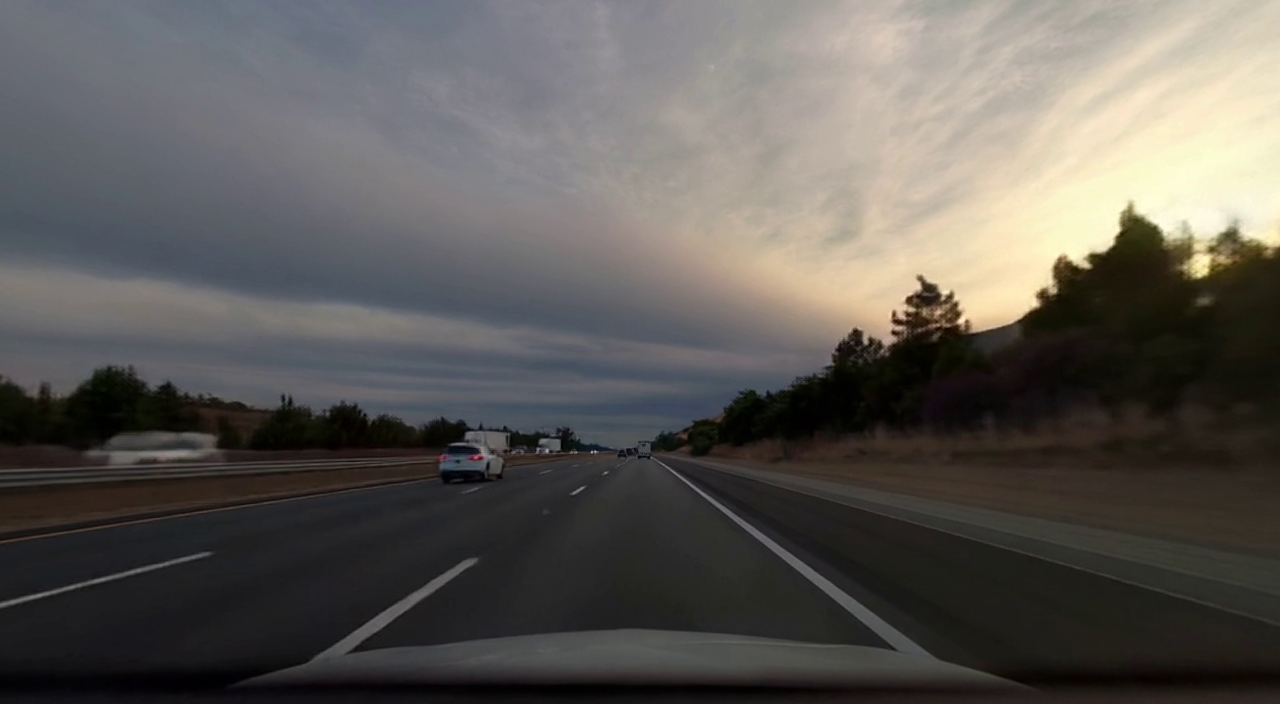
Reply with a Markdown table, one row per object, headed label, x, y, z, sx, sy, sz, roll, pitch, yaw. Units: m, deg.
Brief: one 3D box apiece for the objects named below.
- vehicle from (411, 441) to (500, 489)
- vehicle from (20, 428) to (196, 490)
| label | x | y | z | sx | sy | sz | roll | pitch | yaw |
| --- | --- | --- | --- | --- | --- | --- | --- | --- | --- |
| vehicle | -6.943 | 4.294 | 24.283 | 2.115 | 1.664 | 4.259 | 0 | -9 | 0 |
| vehicle | -19.060 | 3.849 | 23.005 | 2.181 | 1.998 | 4.770 | 0 | -9 | 0 |
